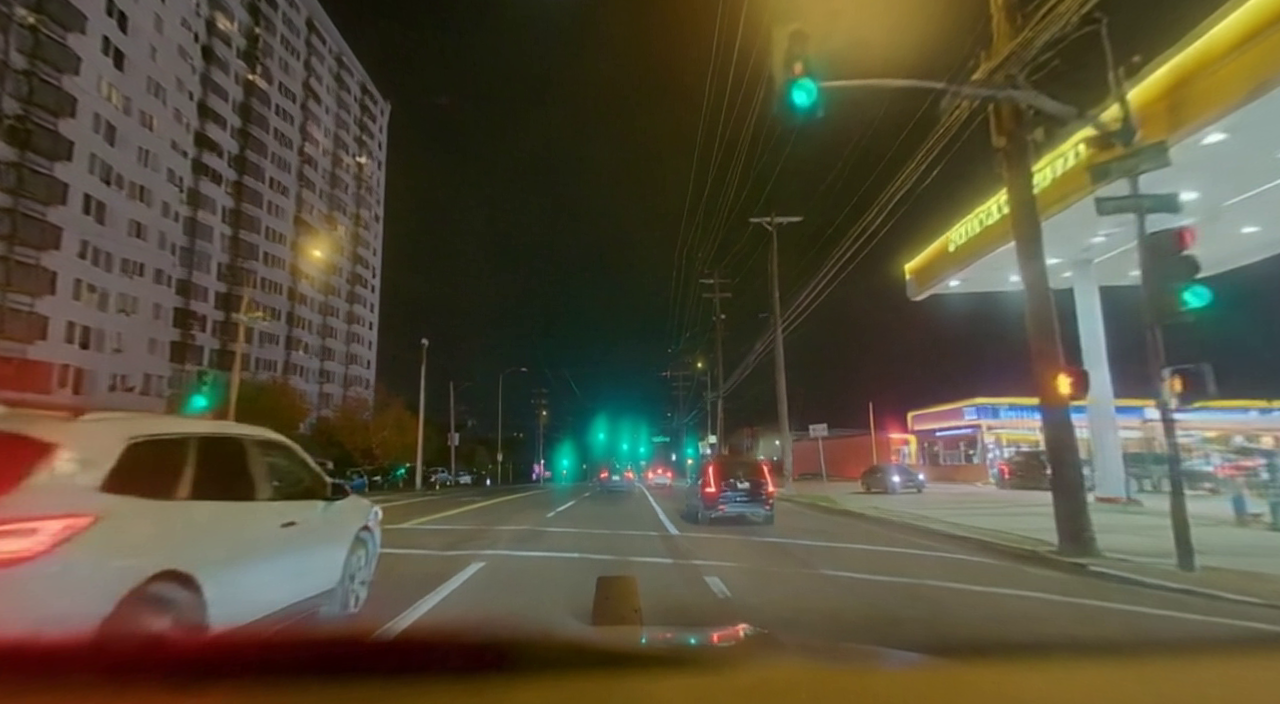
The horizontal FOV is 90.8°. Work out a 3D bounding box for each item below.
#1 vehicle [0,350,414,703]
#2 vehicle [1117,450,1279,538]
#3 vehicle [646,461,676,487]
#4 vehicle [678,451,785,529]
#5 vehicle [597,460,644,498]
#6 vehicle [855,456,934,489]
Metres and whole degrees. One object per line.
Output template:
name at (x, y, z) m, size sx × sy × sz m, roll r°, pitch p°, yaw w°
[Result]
vehicle at (-3.309, 1.118, 3.888) m, size 2.221 × 1.706 × 4.451 m, roll 0°, pitch -8°, yaw -1°
vehicle at (12.322, 2.834, 13.095) m, size 4.048 × 1.539 × 1.820 m, roll 3°, pitch -9°, yaw -19°
vehicle at (1.485, 8.901, 46.376) m, size 1.953 × 1.687 × 4.094 m, roll 0°, pitch -8°, yaw -2°
vehicle at (2.168, 3.411, 16.216) m, size 1.945 × 1.647 × 4.160 m, roll 0°, pitch -8°, yaw -3°
vehicle at (-0.856, 5.756, 28.856) m, size 1.999 × 1.487 × 3.939 m, roll 0°, pitch -8°, yaw -1°
vehicle at (13.020, 6.182, 32.650) m, size 1.846 × 1.480 × 4.649 m, roll 0°, pitch -9°, yaw -4°
